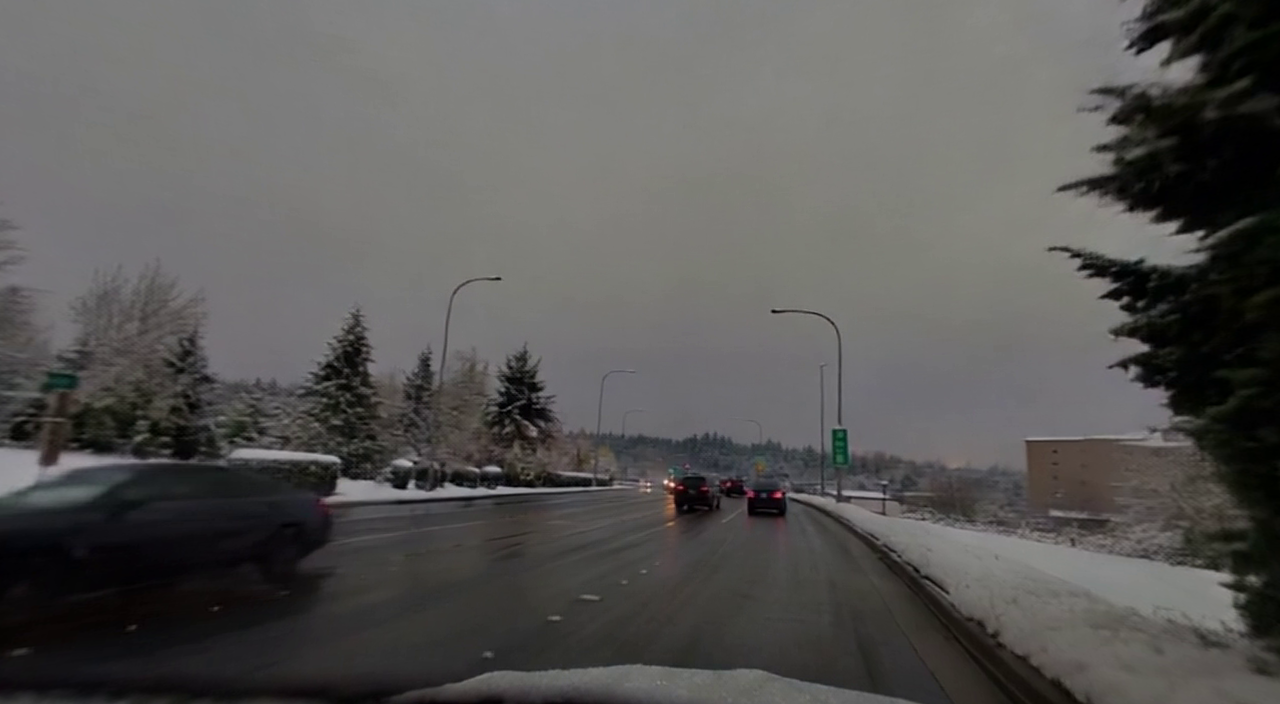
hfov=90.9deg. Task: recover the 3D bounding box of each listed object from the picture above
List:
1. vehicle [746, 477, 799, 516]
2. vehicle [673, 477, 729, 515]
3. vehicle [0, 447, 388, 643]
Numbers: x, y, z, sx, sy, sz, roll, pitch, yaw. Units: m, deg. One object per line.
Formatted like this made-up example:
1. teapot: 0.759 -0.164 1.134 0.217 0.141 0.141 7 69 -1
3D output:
1. vehicle: 5.941 6.412 28.219 2.129 1.471 4.258 -1 -11 12
2. vehicle: 2.899 6.527 28.931 2.030 1.441 4.806 -1 -11 12
3. vehicle: -5.432 1.952 7.403 2.107 1.502 4.705 -1 -11 15
